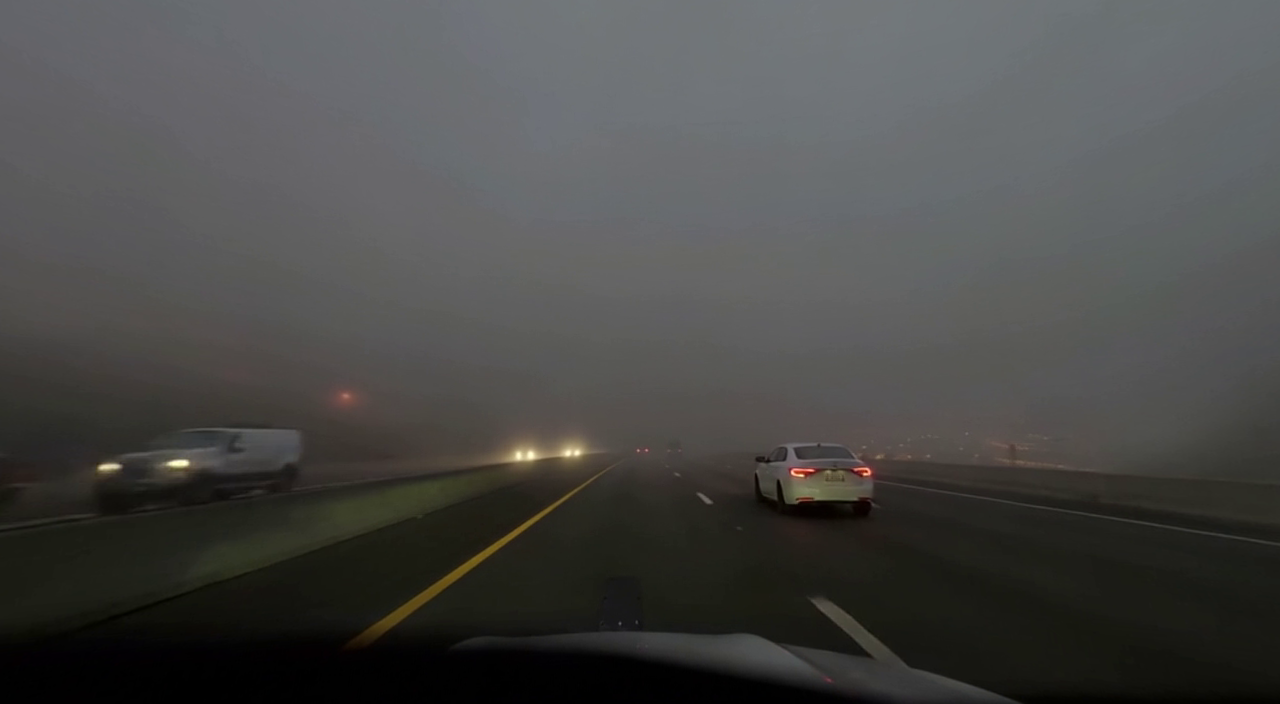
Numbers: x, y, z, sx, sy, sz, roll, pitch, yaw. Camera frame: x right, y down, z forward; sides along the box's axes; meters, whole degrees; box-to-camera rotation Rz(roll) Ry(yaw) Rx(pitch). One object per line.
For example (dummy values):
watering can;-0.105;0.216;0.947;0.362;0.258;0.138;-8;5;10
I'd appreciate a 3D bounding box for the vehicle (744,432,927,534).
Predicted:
vehicle;3.378;2.346;12.006;1.982;1.533;4.612;0;-9;0

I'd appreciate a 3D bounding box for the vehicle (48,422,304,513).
vehicle;-12.103;3.058;17.266;2.452;2.045;5.769;0;-9;2
